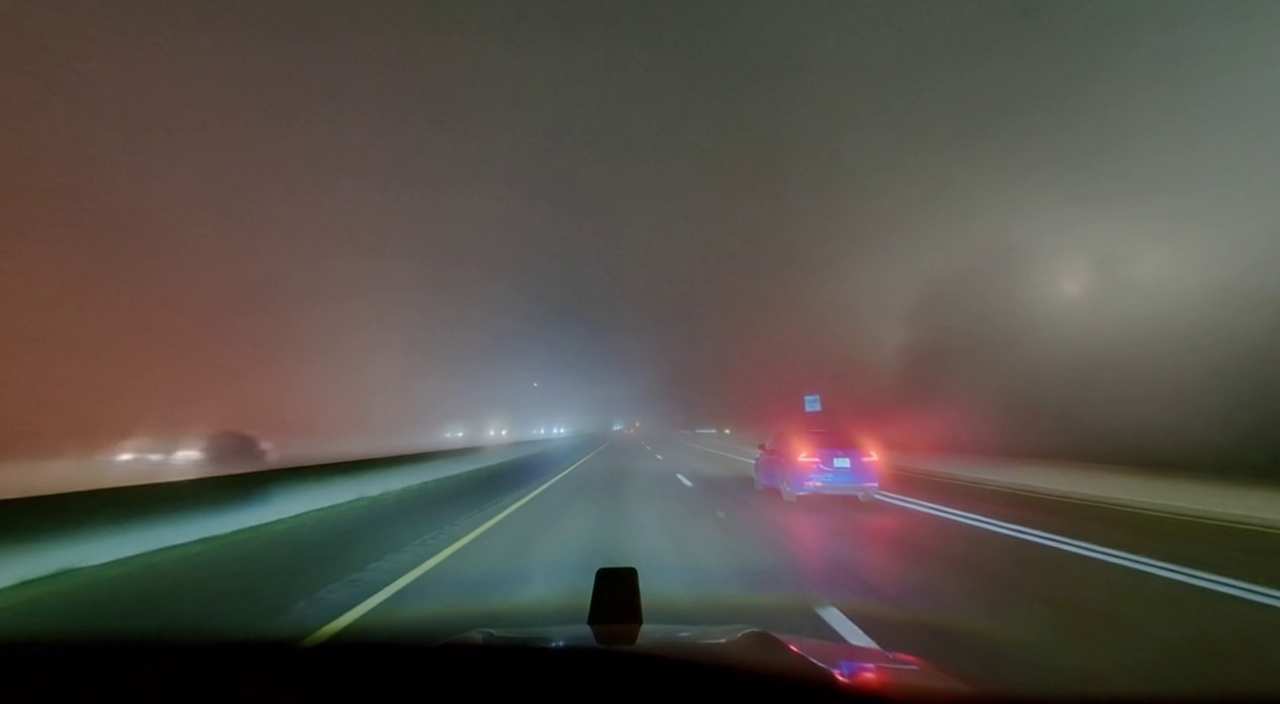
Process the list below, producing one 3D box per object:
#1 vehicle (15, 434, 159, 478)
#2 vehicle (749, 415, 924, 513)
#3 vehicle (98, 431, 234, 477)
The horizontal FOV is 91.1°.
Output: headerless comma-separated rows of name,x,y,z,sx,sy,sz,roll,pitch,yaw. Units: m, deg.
vehicle,-20.787,3.891,23.880,1.820,1.539,3.955,0,-8,0
vehicle,3.520,2.067,12.139,1.973,1.563,3.959,0,-8,-2
vehicle,-16.725,3.596,22.463,1.831,1.484,3.894,0,-8,-1
